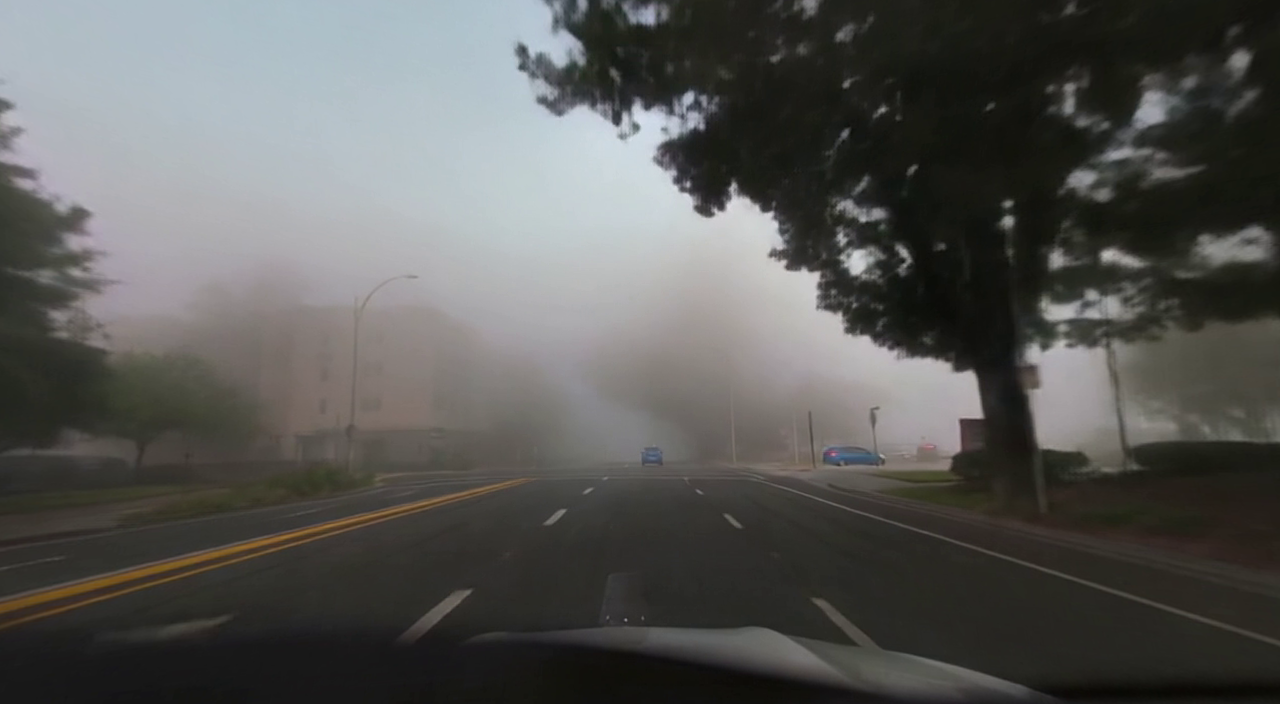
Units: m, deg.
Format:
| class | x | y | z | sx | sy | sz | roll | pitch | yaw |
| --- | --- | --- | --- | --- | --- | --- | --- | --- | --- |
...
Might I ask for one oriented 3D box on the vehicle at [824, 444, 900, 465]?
| class | x | y | z | sx | sy | sz | roll | pitch | yaw |
| --- | --- | --- | --- | --- | --- | --- | --- | --- | --- |
| vehicle | 16.200 | 7.512 | 46.144 | 4.824 | 1.462 | 1.974 | 0 | -9 | -1 |
